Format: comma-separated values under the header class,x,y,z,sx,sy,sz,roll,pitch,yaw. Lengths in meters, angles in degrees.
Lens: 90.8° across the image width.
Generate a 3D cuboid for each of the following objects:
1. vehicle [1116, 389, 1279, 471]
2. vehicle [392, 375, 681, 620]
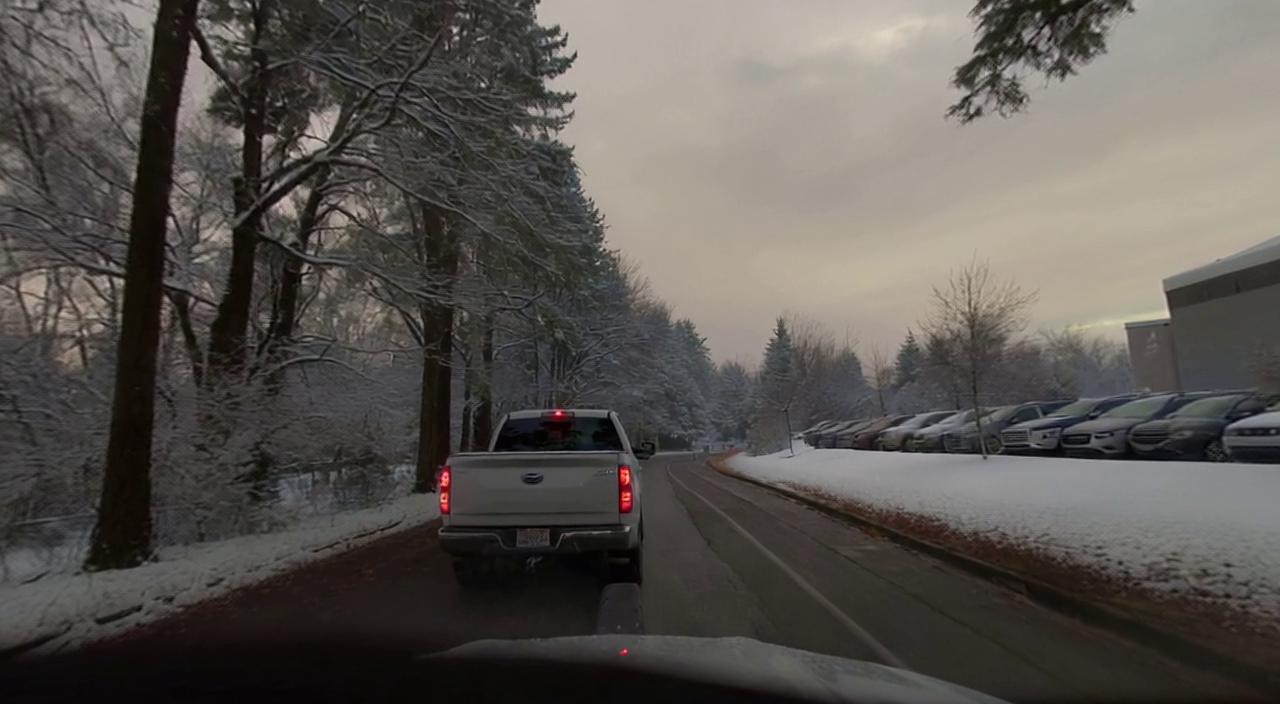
class,x,y,z,sx,sy,sz,roll,pitch,yaw
vehicle,11.873,1.447,11.798,4.298,1.392,1.944,-1,-8,2
vehicle,-0.692,1.447,7.305,2.157,1.816,5.039,0,-8,2
